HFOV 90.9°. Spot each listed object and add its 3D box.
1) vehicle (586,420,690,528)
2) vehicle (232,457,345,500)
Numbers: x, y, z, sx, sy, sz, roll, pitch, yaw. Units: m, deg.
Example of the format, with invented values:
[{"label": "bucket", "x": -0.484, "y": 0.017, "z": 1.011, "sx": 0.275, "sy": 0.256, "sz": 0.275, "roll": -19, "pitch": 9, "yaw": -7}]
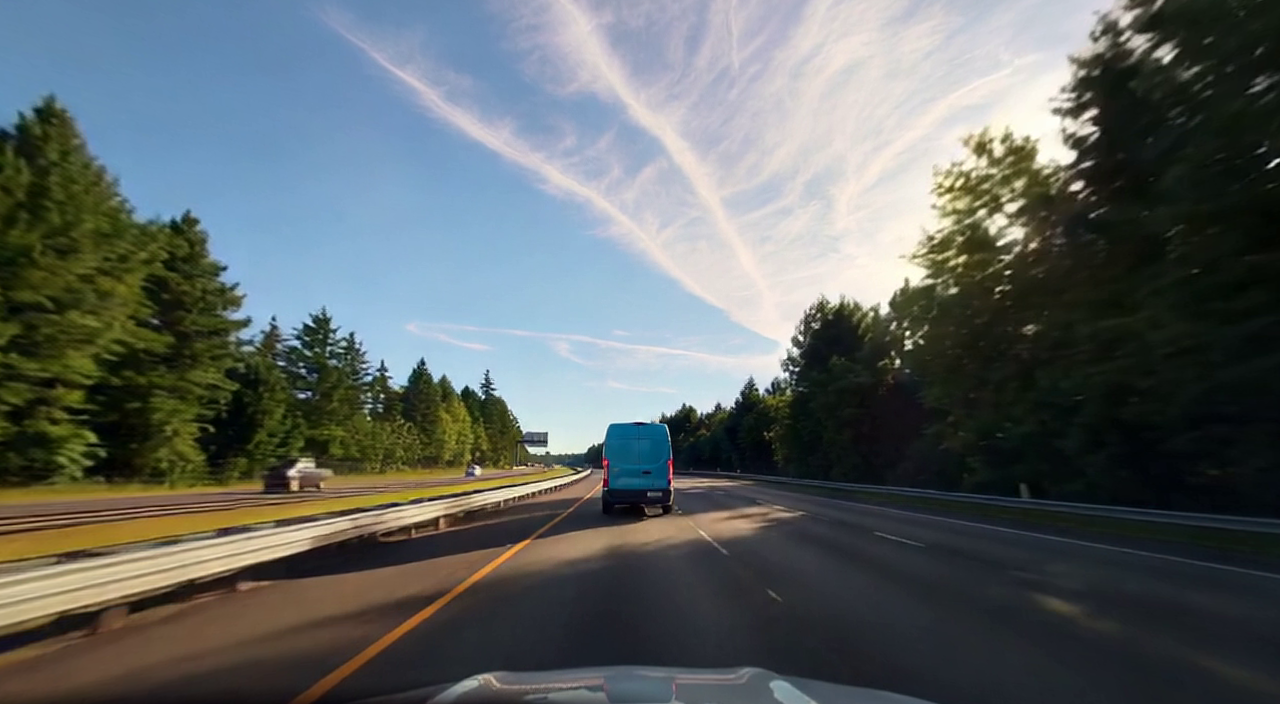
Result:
[{"label": "vehicle", "x": -0.151, "y": 3.369, "z": 17.647, "sx": 2.375, "sy": 2.432, "sz": 6.161, "roll": 1, "pitch": -10, "yaw": -2}, {"label": "vehicle", "x": -13.733, "y": 4.986, "z": 24.996, "sx": 1.940, "sy": 1.512, "sz": 4.590, "roll": 1, "pitch": -11, "yaw": -2}]
